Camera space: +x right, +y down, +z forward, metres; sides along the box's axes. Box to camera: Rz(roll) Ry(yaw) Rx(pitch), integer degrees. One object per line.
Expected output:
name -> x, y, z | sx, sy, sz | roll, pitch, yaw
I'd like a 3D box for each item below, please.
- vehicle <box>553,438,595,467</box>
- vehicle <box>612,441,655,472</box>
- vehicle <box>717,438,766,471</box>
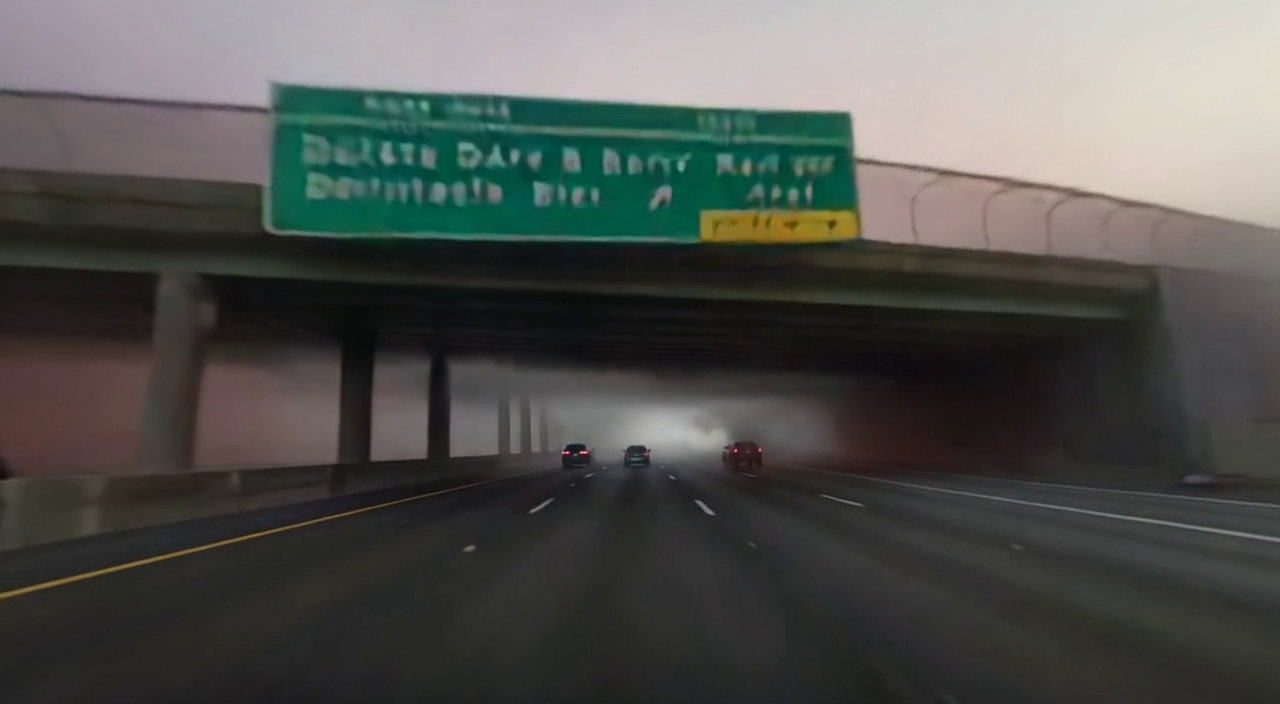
vehicle -> -4.163, 6.401, 40.453 | 2.113, 1.756, 4.471 | 0, -9, 1
vehicle -> -0.310, 5.331, 32.436 | 2.075, 1.486, 4.007 | 0, -8, 0
vehicle -> 5.371, 5.467, 33.903 | 1.936, 1.625, 3.991 | 0, -8, 0
